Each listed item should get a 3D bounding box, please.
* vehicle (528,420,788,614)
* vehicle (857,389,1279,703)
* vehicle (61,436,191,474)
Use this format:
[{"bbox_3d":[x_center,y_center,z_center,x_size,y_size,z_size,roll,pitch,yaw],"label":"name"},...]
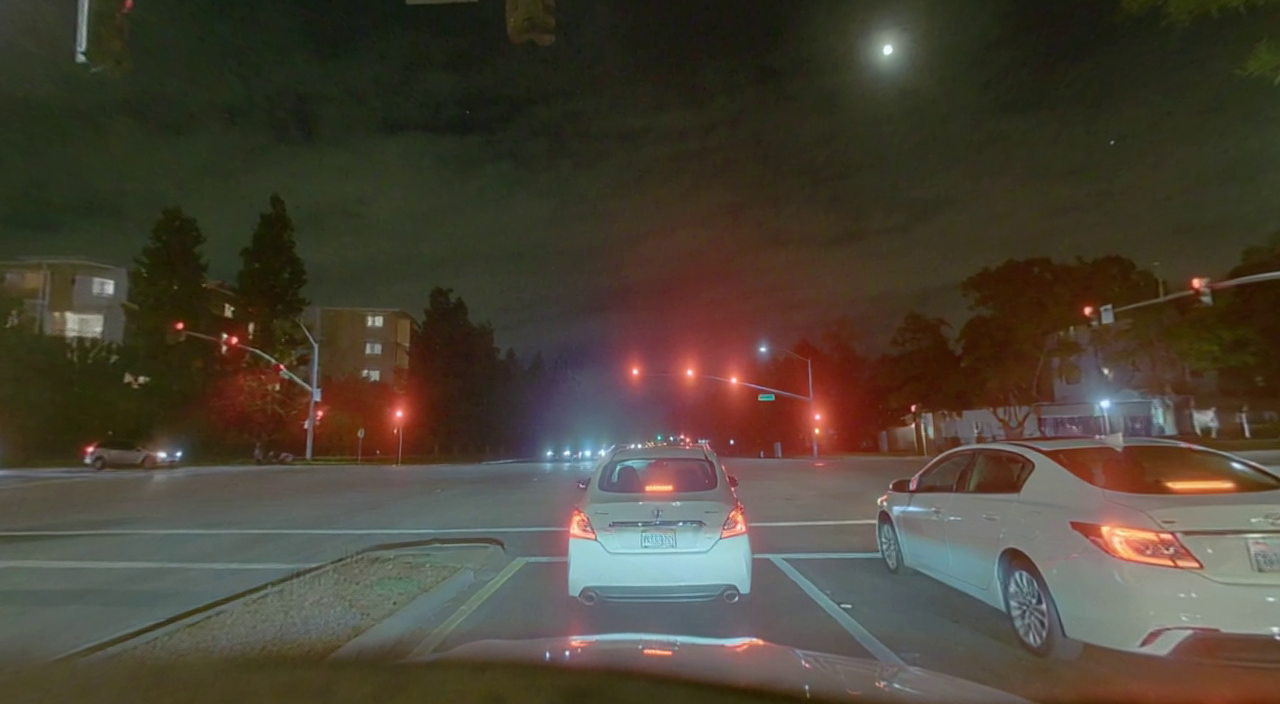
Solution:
[{"bbox_3d":[0.096,1.564,6.881,2.017,1.485,3.813,0,-8,-1],"label":"vehicle"},{"bbox_3d":[3.166,1.125,3.895,1.931,1.493,4.555,0,-8,-1],"label":"vehicle"},{"bbox_3d":[-24.331,4.877,29.978,4.450,1.684,1.894,0,-8,0],"label":"vehicle"}]
